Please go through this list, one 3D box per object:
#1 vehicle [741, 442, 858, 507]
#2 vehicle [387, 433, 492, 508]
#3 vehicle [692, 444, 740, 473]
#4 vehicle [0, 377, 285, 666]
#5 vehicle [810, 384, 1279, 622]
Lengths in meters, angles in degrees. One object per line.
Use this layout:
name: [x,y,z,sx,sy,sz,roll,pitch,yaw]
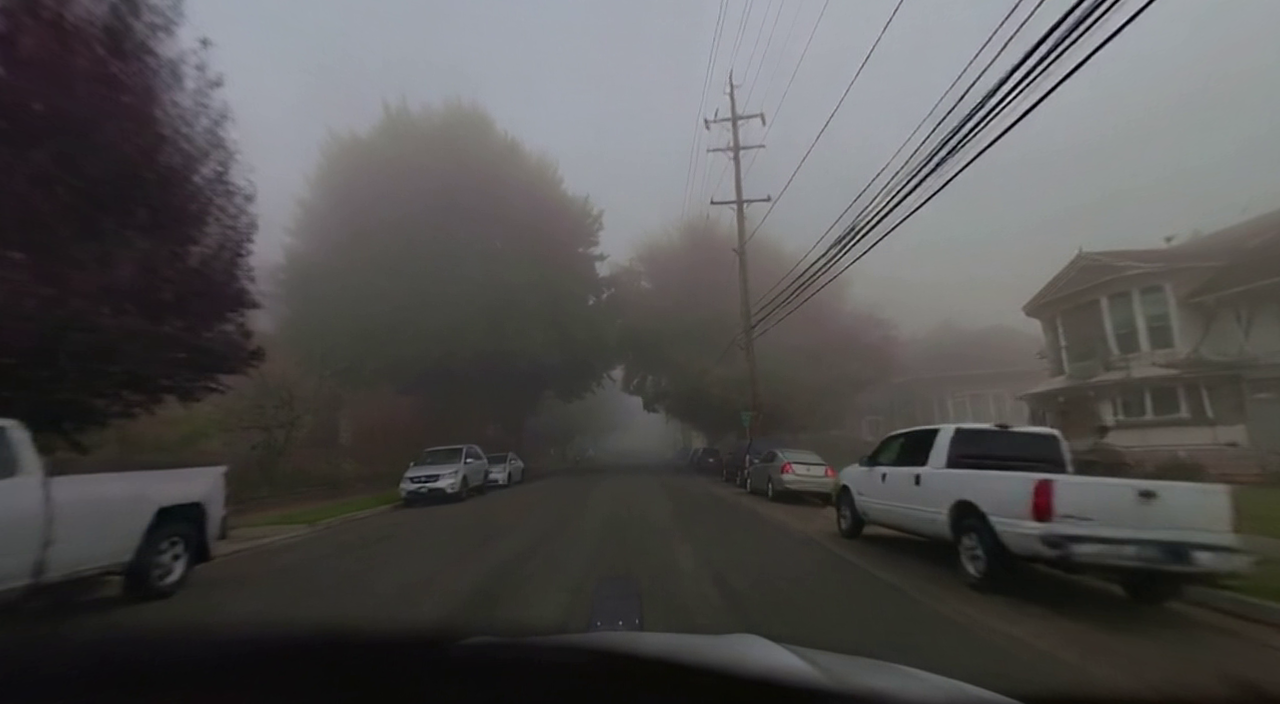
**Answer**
vehicle: [3.930,3.083,16.380,1.804,1.422,4.497,0,-9,-1]
vehicle: [-5.746,3.388,18.724,2.046,1.825,4.627,-2,-8,-6]
vehicle: [4.096,5.821,34.722,1.930,1.470,4.738,0,-9,-1]
vehicle: [-5.402,1.241,4.699,2.285,1.895,5.883,-2,-8,-2]
vehicle: [4.116,1.604,7.806,2.279,1.848,5.577,1,-9,-2]
